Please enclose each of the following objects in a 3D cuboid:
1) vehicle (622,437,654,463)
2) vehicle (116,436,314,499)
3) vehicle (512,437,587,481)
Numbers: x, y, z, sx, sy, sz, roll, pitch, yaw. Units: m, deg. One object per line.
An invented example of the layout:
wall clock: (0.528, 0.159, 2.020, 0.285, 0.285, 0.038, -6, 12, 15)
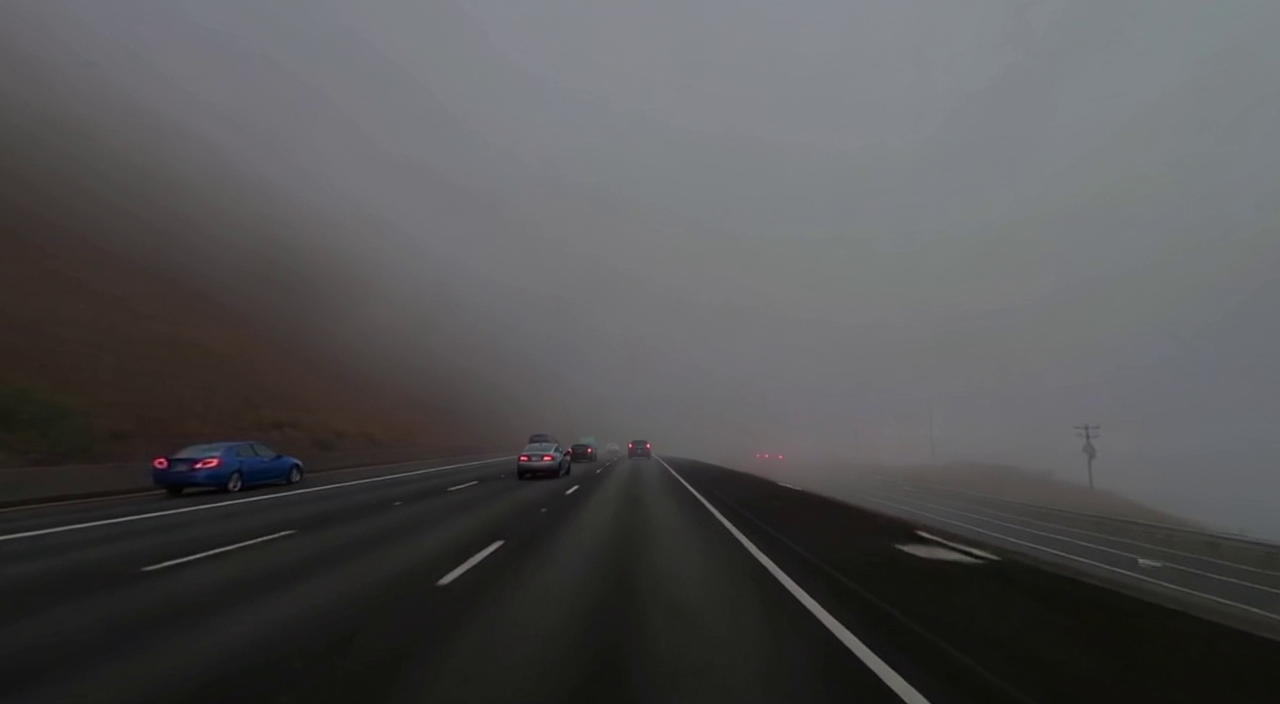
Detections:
vehicle: (-0.120, 6.910, 44.602, 2.138, 1.674, 4.044, 0, -8, 0)
vehicle: (-11.303, 3.085, 17.343, 1.945, 1.466, 4.947, 0, -8, 1)
vehicle: (-3.362, 4.089, 24.402, 2.080, 1.505, 4.649, -1, -8, 1)
